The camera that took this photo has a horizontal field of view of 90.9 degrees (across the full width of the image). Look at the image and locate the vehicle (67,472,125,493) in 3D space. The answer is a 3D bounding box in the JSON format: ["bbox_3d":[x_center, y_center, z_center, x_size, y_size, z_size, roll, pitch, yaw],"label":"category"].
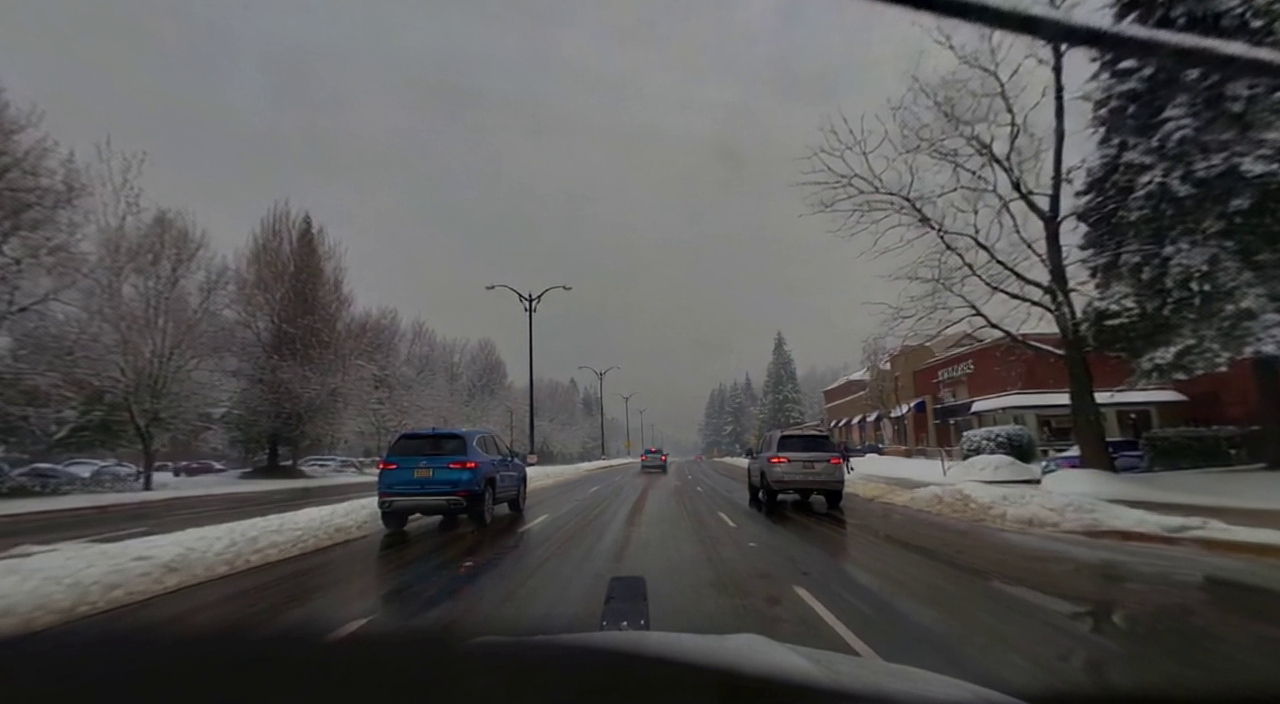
[{"bbox_3d":[-37.912,9.061,43.866,3.811,1.272,1.760,-5,-10,30],"label":"vehicle"}]

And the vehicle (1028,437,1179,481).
[{"bbox_3d":[18.527,4.291,25.492,4.601,1.603,1.852,-5,-10,28],"label":"vehicle"}]

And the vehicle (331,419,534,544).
[{"bbox_3d":[-3.441,2.244,11.557,2.047,1.810,4.414,0,-9,2],"label":"vehicle"}]

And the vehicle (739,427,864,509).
[{"bbox_3d":[3.903,2.887,16.125,2.083,1.779,4.347,0,-9,1],"label":"vehicle"}]

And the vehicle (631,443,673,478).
[{"bbox_3d":[0.671,5.619,32.969,2.067,1.702,3.987,0,-9,2],"label":"vehicle"}]
